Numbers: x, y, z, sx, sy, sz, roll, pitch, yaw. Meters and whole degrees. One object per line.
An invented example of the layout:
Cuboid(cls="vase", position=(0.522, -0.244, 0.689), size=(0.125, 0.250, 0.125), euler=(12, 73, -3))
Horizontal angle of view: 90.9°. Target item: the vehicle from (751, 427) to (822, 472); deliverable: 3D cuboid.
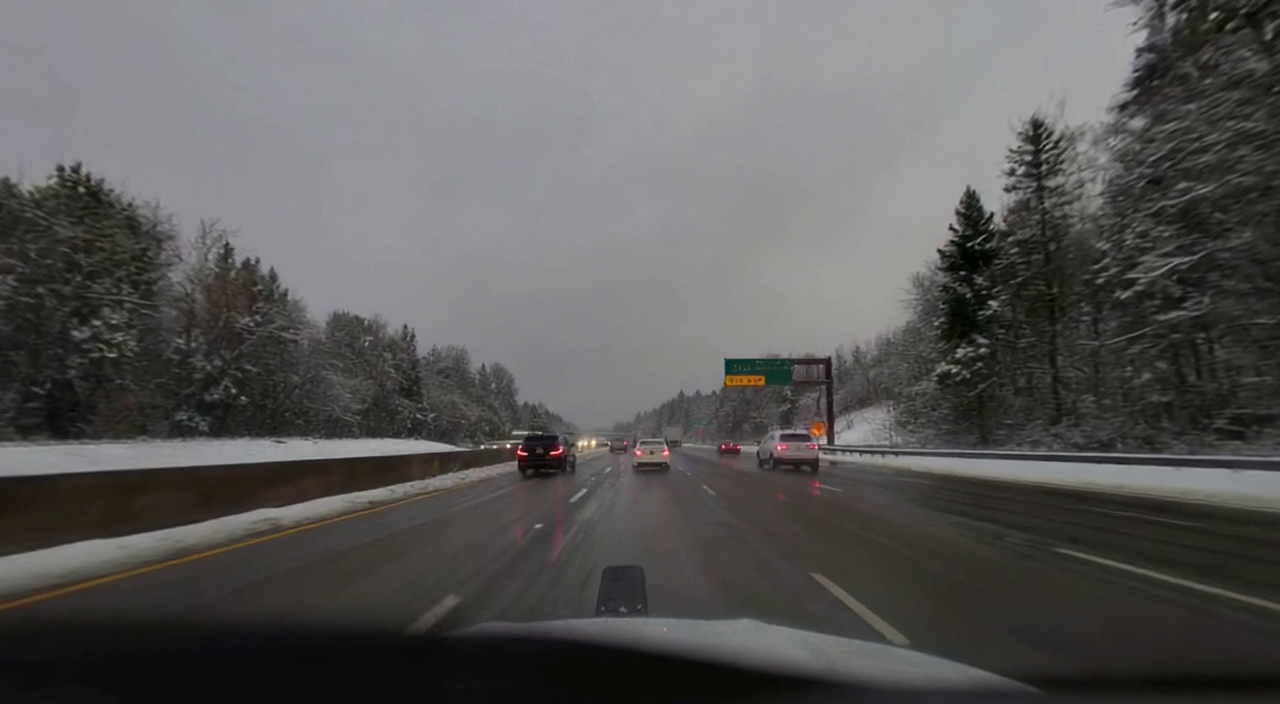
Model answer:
Cuboid(cls="vehicle", position=(6.826, 4.632, 30.011), size=(2.094, 1.916, 5.099), euler=(0, -9, 0))

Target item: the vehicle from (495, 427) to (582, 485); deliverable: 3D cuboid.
Cuboid(cls="vehicle", position=(-3.259, 3.485, 21.296), size=(2.140, 1.720, 4.410), euler=(0, -9, 1))

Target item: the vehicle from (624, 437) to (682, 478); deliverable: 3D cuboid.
Cuboid(cls="vehicle", position=(0.490, 4.105, 24.776), size=(2.071, 1.464, 4.162), euler=(0, -9, 0))
